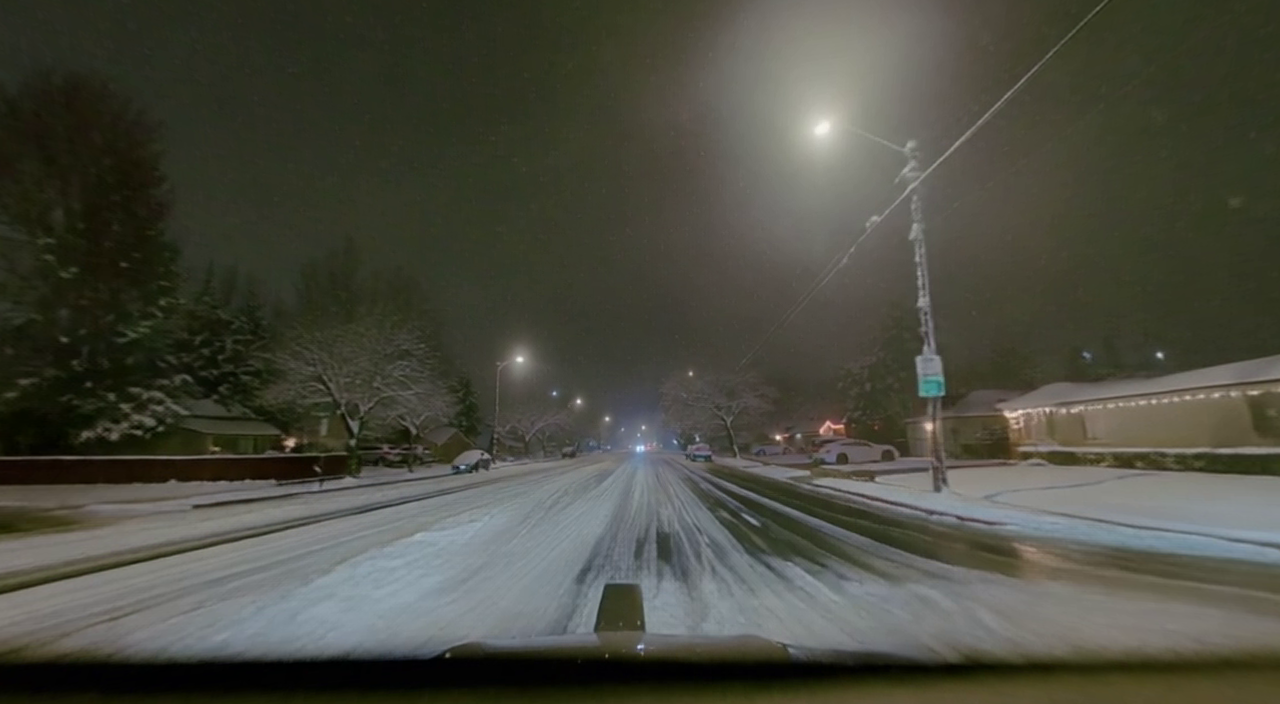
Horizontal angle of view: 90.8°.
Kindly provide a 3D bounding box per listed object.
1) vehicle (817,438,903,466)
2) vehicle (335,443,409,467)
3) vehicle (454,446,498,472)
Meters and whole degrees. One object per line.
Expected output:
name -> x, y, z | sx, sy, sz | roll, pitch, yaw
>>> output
vehicle -> 14.047, 6.398, 40.571 | 4.775, 1.524, 1.983 | -3, -9, 3
vehicle -> -21.108, 8.112, 49.863 | 4.830, 1.857, 2.183 | -1, -8, 2
vehicle -> -11.341, 7.447, 43.933 | 2.020, 1.691, 4.308 | -1, -10, -2
